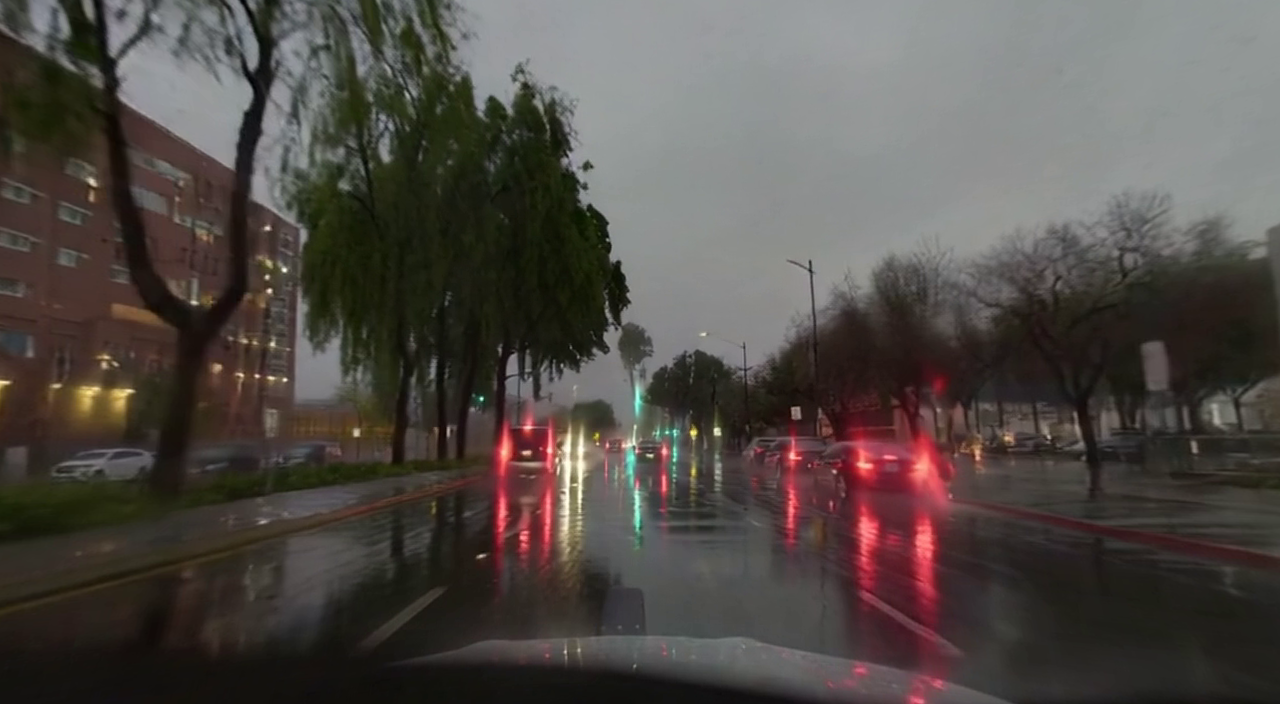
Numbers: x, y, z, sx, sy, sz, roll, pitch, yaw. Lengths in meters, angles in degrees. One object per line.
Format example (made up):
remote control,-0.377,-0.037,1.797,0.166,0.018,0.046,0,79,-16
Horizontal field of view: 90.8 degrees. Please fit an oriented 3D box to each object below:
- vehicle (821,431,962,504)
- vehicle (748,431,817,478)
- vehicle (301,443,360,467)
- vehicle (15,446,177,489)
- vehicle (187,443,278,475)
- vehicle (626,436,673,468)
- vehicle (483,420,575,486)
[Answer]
vehicle,6.579,3.057,17.094,2.164,1.727,3.955,0,-8,0
vehicle,6.308,4.598,28.491,1.997,1.943,4.409,0,-8,-1
vehicle,-22.558,7.524,46.255,2.148,1.607,4.428,0,-8,-1
vehicle,-22.073,4.675,26.021,2.111,1.554,5.163,0,-8,0
vehicle,-22.342,5.878,34.876,1.910,1.632,4.624,0,-8,0
vehicle,0.416,5.317,33.651,2.201,1.589,3.843,0,-9,-4
vehicle,-3.606,3.401,21.502,2.223,1.957,4.845,0,-8,0
